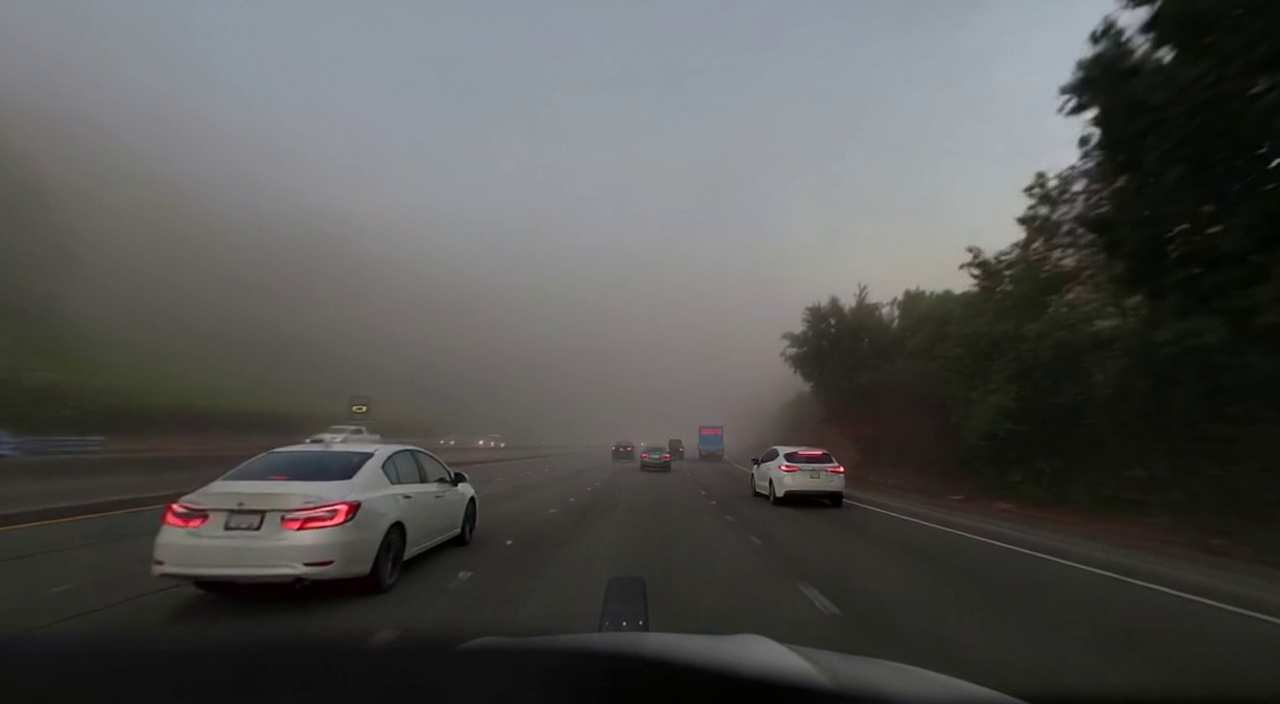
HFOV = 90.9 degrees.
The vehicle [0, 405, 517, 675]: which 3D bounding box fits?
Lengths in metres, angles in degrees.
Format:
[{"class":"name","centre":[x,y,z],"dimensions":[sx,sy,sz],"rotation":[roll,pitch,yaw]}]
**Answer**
[{"class":"vehicle","centre":[-2.741,1.408,6.033],"dimensions":[2.031,1.491,4.792],"rotation":[0,-8,2]}]

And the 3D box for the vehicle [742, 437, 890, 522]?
[{"class":"vehicle","centre":[3.551,2.636,13.664],"dimensions":[2.013,1.464,4.317],"rotation":[1,-8,1]}]

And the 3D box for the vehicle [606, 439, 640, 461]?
[{"class":"vehicle","centre":[-1.166,7.123,45.985],"dimensions":[2.010,1.482,4.230],"rotation":[0,-8,5]}]

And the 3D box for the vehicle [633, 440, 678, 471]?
[{"class":"vehicle","centre":[0.873,5.324,32.684],"dimensions":[2.202,1.467,3.929],"rotation":[0,-8,3]}]
